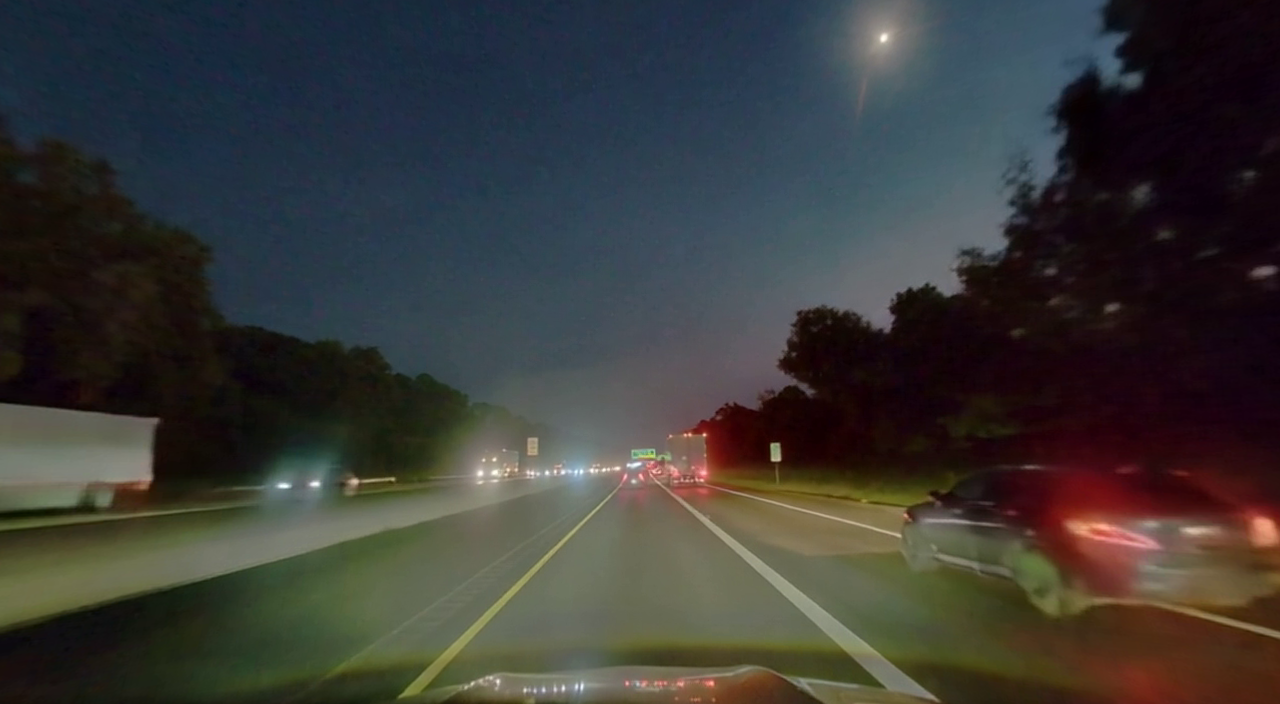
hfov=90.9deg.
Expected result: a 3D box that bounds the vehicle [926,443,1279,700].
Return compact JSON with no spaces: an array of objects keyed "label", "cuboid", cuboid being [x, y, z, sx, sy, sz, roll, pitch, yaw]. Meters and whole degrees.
[{"label":"vehicle","cuboid":[4.649,1.689,5.858,1.897,1.476,4.334,1,-10,-1]}]

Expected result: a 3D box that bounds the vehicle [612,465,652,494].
[{"label":"vehicle","cuboid":[-0.464,6.926,34.338,2.010,1.436,3.973,1,-10,-1]}]

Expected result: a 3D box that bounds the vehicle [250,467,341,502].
[{"label":"vehicle","cuboid":[-16.283,6.263,30.047,1.897,1.510,4.299,1,-10,0]}]
